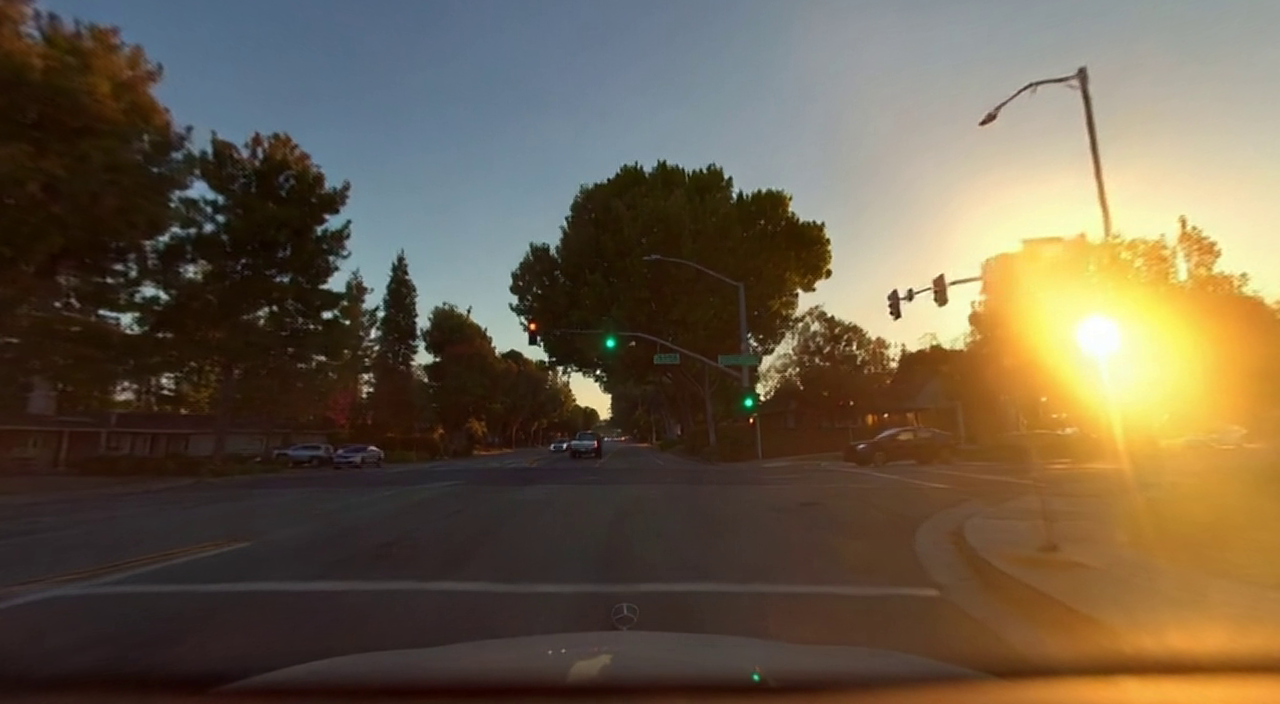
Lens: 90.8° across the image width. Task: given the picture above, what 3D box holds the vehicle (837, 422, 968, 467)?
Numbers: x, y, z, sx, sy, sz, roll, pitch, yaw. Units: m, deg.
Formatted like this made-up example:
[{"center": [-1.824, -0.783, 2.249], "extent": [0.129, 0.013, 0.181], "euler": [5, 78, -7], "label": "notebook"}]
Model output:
[{"center": [10.696, 3.803, 26.004], "extent": [4.500, 1.761, 1.975], "euler": [0, -9, 0], "label": "vehicle"}]

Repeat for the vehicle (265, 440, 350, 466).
[{"center": [-23.055, 6.995, 43.870], "extent": [4.772, 1.745, 2.058], "euler": [-1, -9, 5], "label": "vehicle"}]

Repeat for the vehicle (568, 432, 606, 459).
[{"center": [-4.040, 7.298, 49.250], "extent": [2.508, 2.001, 5.880], "euler": [0, -9, 0], "label": "vehicle"}]
